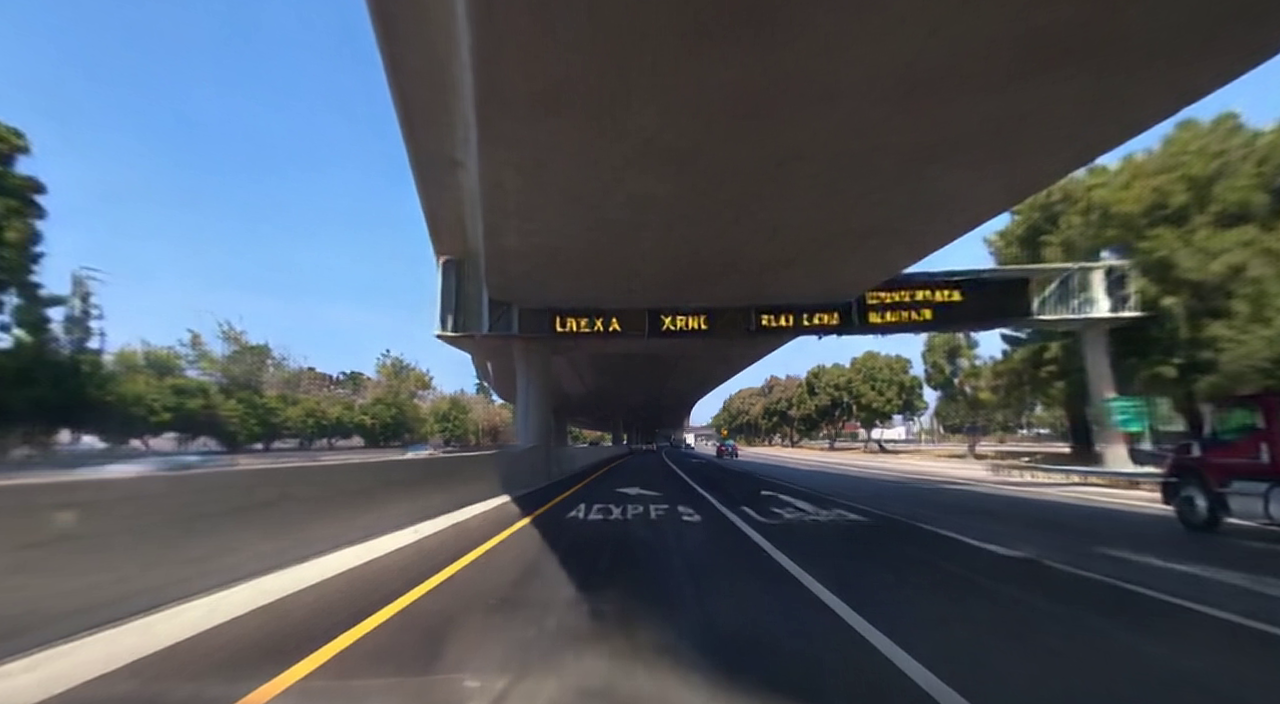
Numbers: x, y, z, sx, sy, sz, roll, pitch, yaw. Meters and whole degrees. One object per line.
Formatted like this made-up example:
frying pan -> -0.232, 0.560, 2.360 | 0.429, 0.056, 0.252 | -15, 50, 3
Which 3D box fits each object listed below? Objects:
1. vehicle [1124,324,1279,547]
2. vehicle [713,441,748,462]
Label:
vehicle -> 10.790, 0.813, 6.471 | 2.960, 3.207, 10.950 | 0, -8, 0
vehicle -> 6.805, 7.522, 47.804 | 2.025, 1.484, 4.208 | 0, -8, 0
